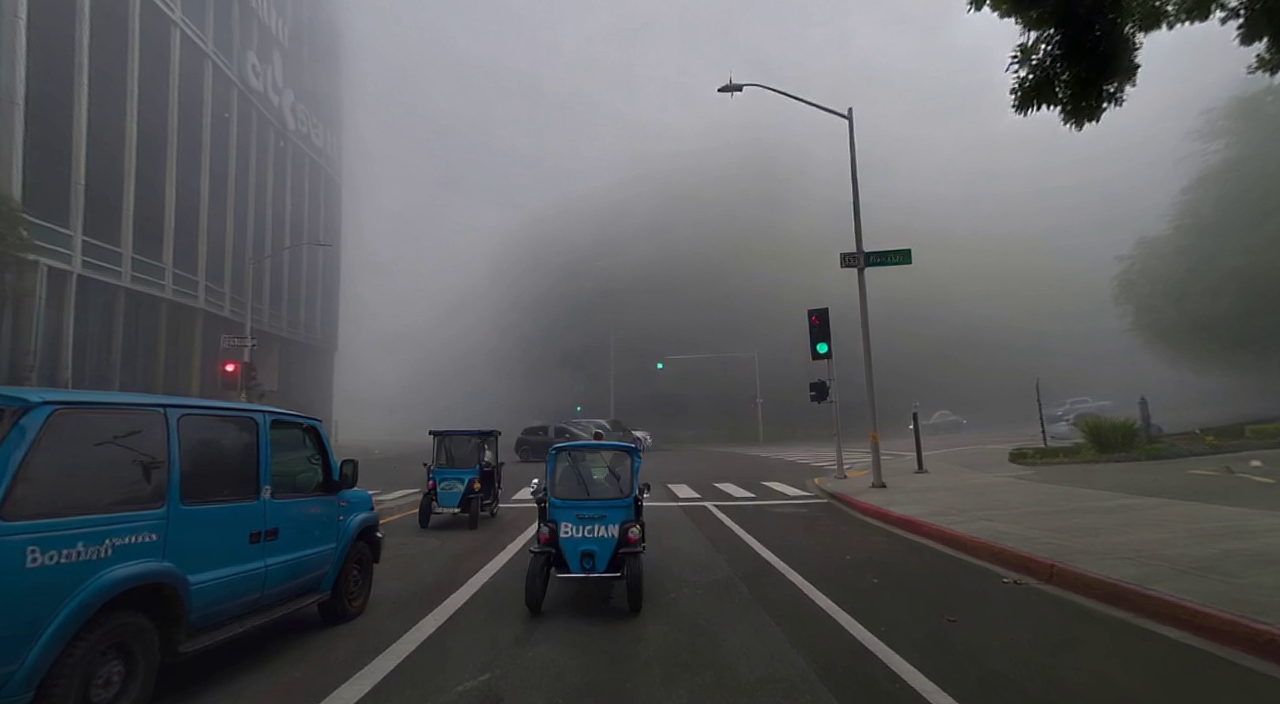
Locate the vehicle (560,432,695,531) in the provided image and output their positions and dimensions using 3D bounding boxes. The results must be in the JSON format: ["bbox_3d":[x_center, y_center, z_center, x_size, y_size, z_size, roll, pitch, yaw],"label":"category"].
[{"bbox_3d":[-0.164,2.252,11.532,2.025,1.458,4.085,0,-8,1],"label":"vehicle"}]

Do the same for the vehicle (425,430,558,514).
[{"bbox_3d":[-3.172,2.650,14.354,1.935,1.615,4.073,-1,-8,2],"label":"vehicle"}]

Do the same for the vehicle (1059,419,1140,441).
[{"bbox_3d":[30.758,5.265,42.067,1.751,1.420,4.027,8,-12,-43],"label":"vehicle"}]

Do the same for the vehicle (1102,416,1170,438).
[{"bbox_3d":[36.771,5.595,46.559,1.625,1.449,3.557,6,-11,-38],"label":"vehicle"}]

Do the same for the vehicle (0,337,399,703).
[{"bbox_3d":[-3.611,1.131,4.443,2.000,1.809,4.405,0,-8,1],"label":"vehicle"}]
